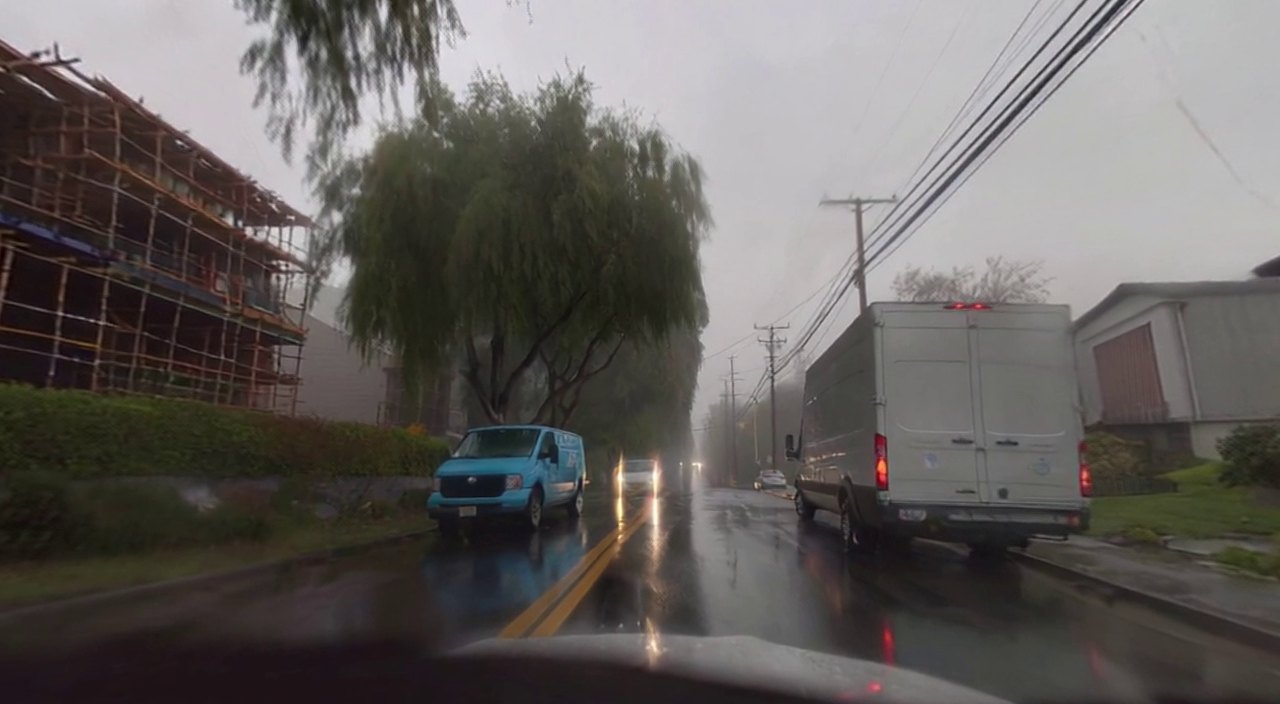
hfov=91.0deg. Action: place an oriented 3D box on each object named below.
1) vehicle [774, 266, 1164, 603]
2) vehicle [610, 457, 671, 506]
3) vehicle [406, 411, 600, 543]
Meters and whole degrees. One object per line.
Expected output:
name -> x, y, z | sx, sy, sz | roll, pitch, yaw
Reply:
vehicle -> 4.726, 1.602, 12.182 | 2.915, 3.793, 9.963 | -1, -8, 5
vehicle -> 0.116, 5.807, 28.624 | 2.257, 1.916, 5.089 | -1, -9, 6
vehicle -> -2.320, 2.181, 12.179 | 2.171, 1.910, 4.789 | -3, -5, 7
